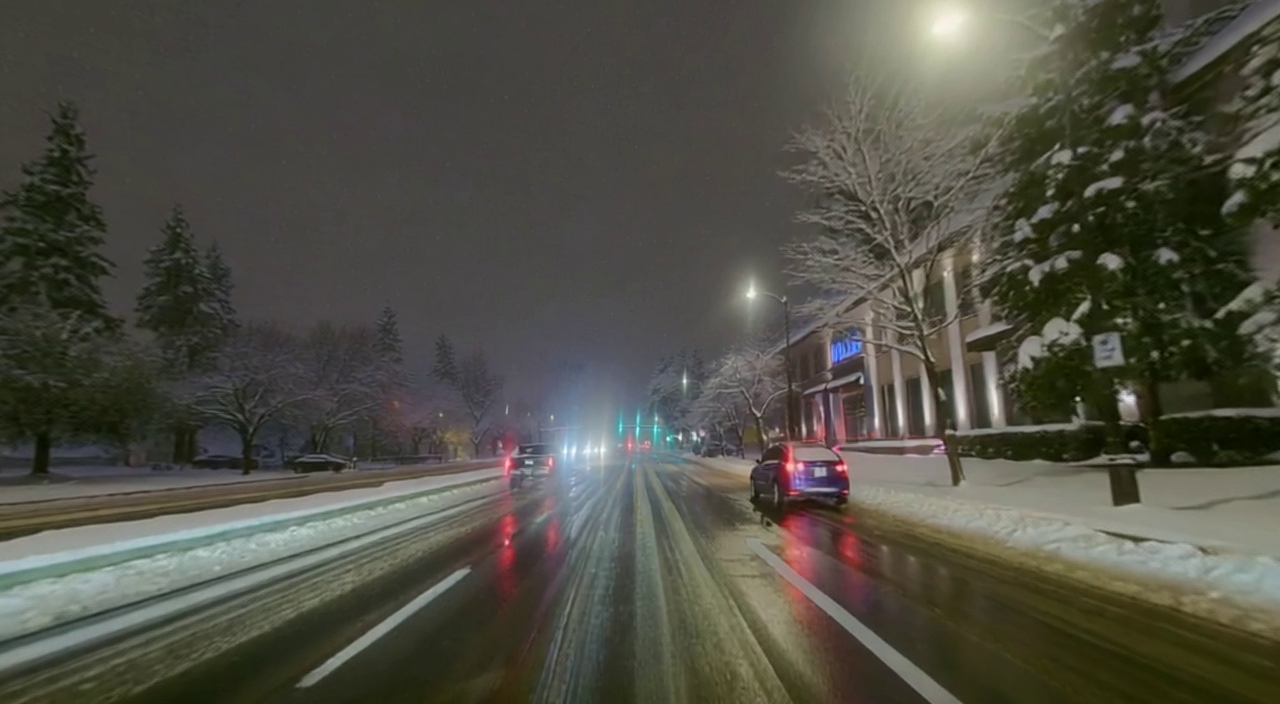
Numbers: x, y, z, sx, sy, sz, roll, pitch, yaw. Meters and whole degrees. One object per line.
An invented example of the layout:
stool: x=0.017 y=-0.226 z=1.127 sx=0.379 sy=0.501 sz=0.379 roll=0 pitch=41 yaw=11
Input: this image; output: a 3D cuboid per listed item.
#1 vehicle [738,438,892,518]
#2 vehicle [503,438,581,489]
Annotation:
vehicle: x=3.667 y=2.718 z=14.243 sx=1.961 sy=1.482 sz=4.538 roll=0 pitch=-9 yaw=-3
vehicle: x=-3.580 y=4.171 z=23.951 sx=2.145 sy=1.694 sz=4.642 roll=0 pitch=-9 yaw=1
